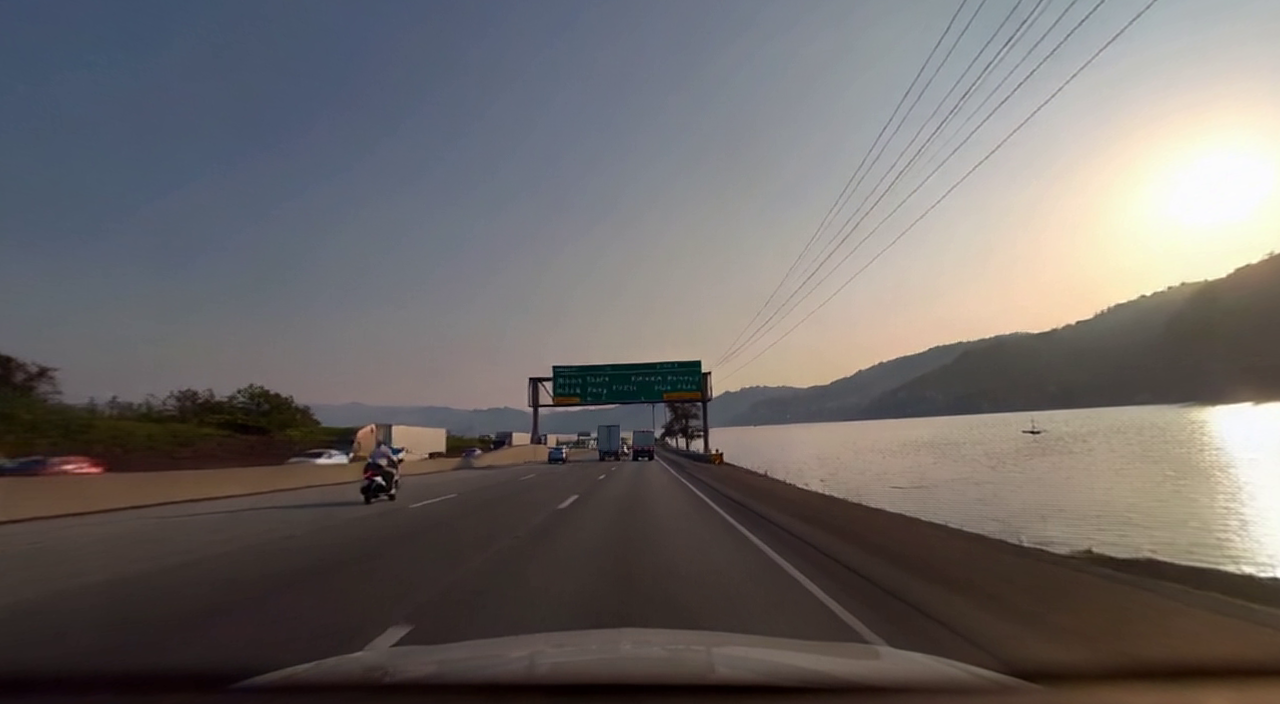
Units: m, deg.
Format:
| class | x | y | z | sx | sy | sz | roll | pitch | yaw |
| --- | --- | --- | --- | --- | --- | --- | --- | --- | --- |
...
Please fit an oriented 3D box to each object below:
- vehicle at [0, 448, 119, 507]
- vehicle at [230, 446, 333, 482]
| class | x | y | z | sx | sy | sz | roll | pitch | yaw |
| --- | --- | --- | --- | --- | --- | --- | --- | --- | --- |
| vehicle | -21.281 | 4.253 | 21.762 | 2.518 | 1.848 | 4.807 | -1 | -9 | -1 |
| vehicle | -16.990 | 5.311 | 30.228 | 2.008 | 1.534 | 4.910 | -1 | -9 | 1 |
